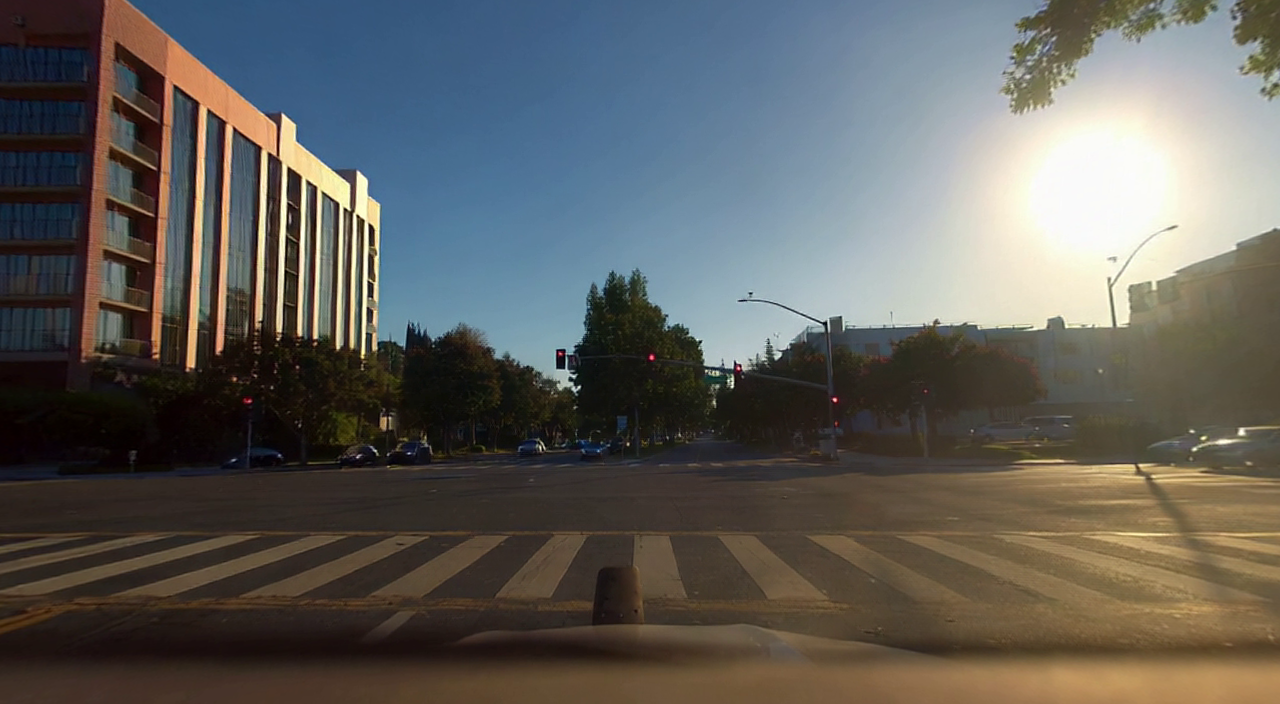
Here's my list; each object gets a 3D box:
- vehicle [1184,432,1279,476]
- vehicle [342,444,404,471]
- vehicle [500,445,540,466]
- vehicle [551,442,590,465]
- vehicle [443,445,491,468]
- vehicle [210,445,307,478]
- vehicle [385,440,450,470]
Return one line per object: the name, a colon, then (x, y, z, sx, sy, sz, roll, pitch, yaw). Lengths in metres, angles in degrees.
vehicle: (22.318, 3.581, 22.237, 4.474, 1.477, 1.908, 0, -9, -2)
vehicle: (-18.563, 7.347, 44.005, 2.237, 1.801, 4.541, 0, -9, 1)
vehicle: (-8.091, 7.001, 42.609, 1.910, 1.321, 3.692, 0, -9, 2)
vehicle: (-4.534, 6.710, 41.674, 1.954, 1.431, 4.050, 0, -9, 2)
vehicle: (-11.634, 7.079, 42.693, 1.911, 1.476, 4.297, -1, -9, 2)
vehicle: (-22.974, 6.563, 38.150, 2.032, 1.839, 4.884, -3, -9, 15)
vehicle: (-15.143, 7.032, 43.162, 2.340, 1.946, 5.450, 0, -9, 2)
